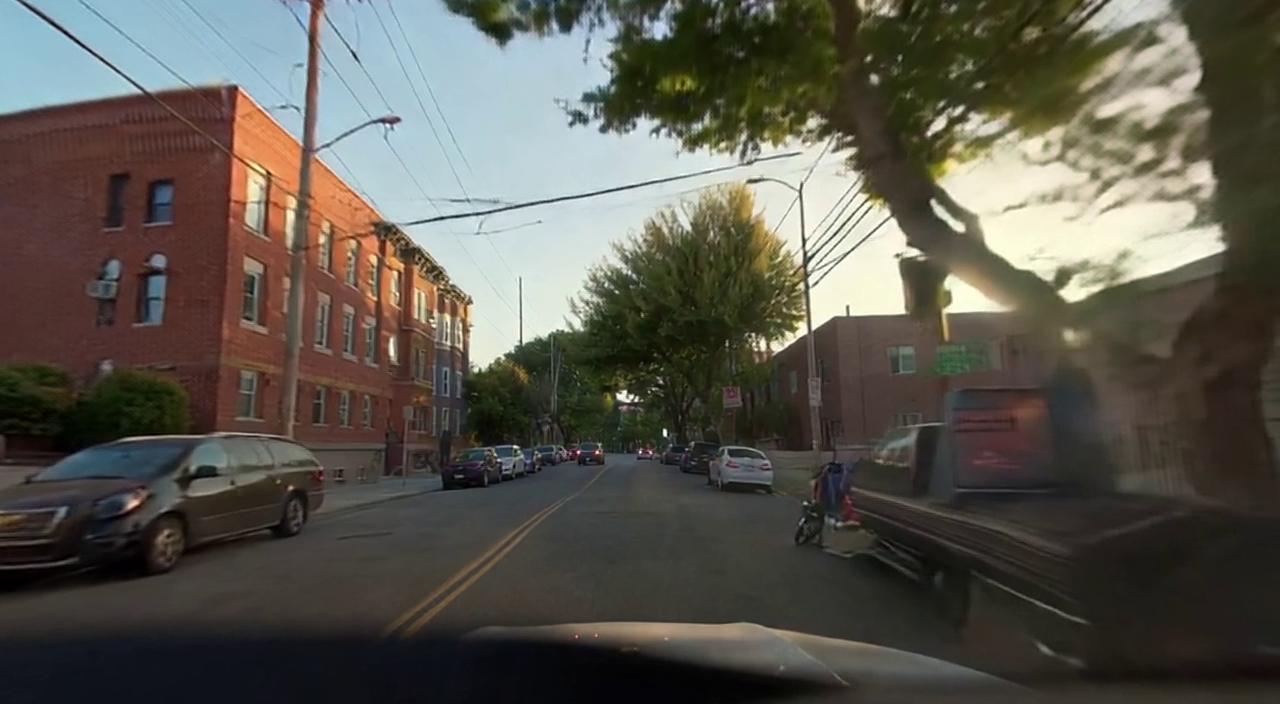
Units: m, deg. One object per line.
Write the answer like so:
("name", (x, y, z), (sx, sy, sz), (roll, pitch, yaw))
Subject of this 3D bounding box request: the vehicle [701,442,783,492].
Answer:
("vehicle", (3.248, 3.760, 21.045), (1.885, 1.464, 4.466), (0, -8, -1))

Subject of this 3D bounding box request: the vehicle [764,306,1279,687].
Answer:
("vehicle", (3.129, 1.235, 6.614), (2.480, 2.230, 5.704), (0, -8, 0))

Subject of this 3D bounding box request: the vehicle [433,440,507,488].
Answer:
("vehicle", (-6.869, 4.567, 26.107), (1.930, 1.756, 4.955), (0, -8, -3))

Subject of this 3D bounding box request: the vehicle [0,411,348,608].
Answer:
("vehicle", (-6.675, 1.949, 9.040), (2.259, 1.899, 5.643), (0, -8, 0))
